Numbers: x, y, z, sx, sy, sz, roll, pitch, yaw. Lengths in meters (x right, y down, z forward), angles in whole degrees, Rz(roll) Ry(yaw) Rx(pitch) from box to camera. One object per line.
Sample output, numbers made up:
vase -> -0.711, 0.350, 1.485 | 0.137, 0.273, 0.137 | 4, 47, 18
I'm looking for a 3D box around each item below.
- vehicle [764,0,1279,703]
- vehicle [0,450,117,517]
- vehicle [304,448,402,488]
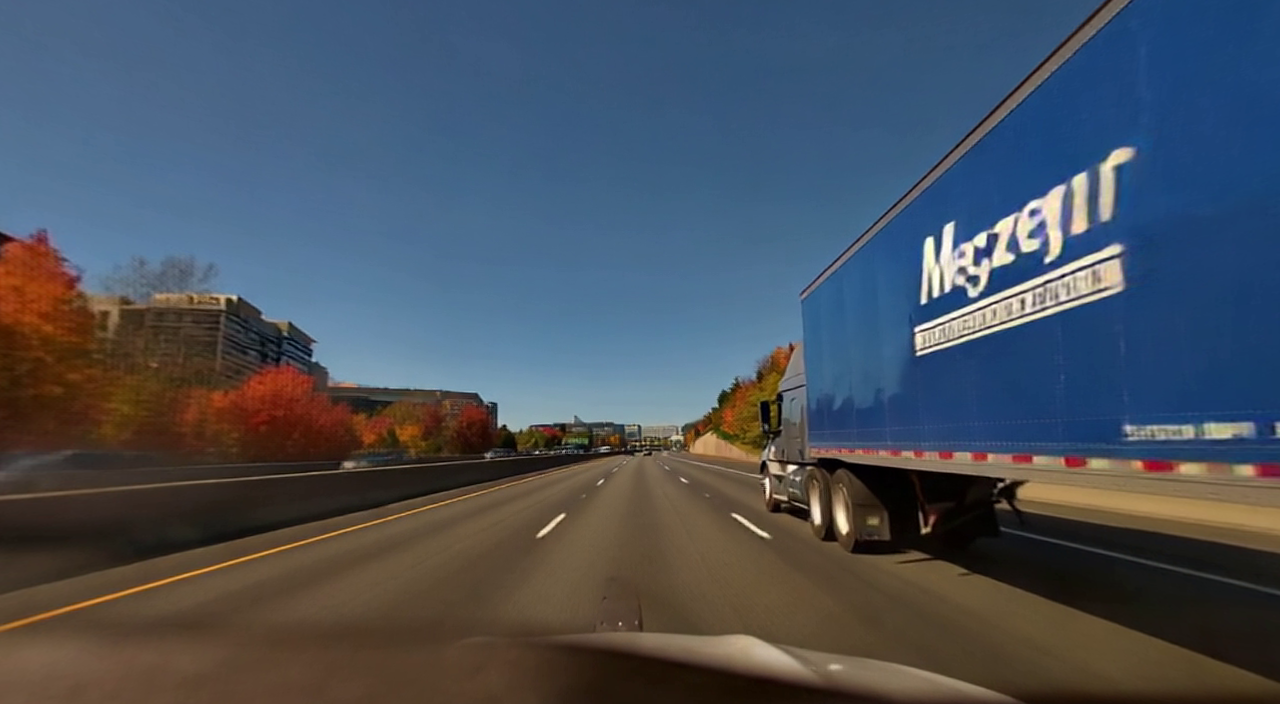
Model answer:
vehicle -> 4.143, 0.051, 4.514 | 3.003, 3.880, 16.814 | 0, -9, 0
vehicle -> -15.430, 3.116, 15.036 | 1.881, 1.512, 4.433 | 0, -9, 0
vehicle -> -11.857, 4.814, 26.293 | 1.914, 1.511, 4.556 | 0, -9, 0
